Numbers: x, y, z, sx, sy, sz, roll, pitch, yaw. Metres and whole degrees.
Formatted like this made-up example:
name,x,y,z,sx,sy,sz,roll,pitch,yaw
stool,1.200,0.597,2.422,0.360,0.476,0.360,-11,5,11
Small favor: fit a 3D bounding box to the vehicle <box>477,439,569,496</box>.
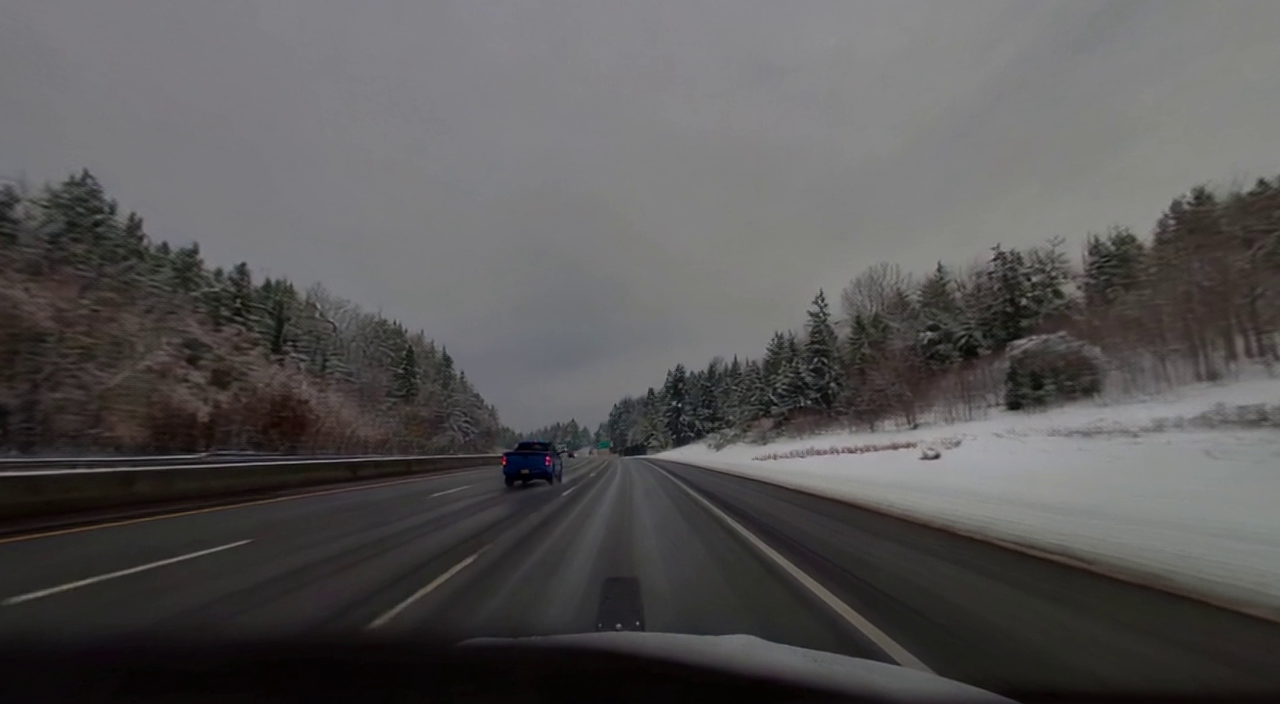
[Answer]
name,x,y,z,sx,sy,sz,roll,pitch,yaw
vehicle,-3.831,3.877,21.569,2.279,1.683,4.726,0,-9,-1
